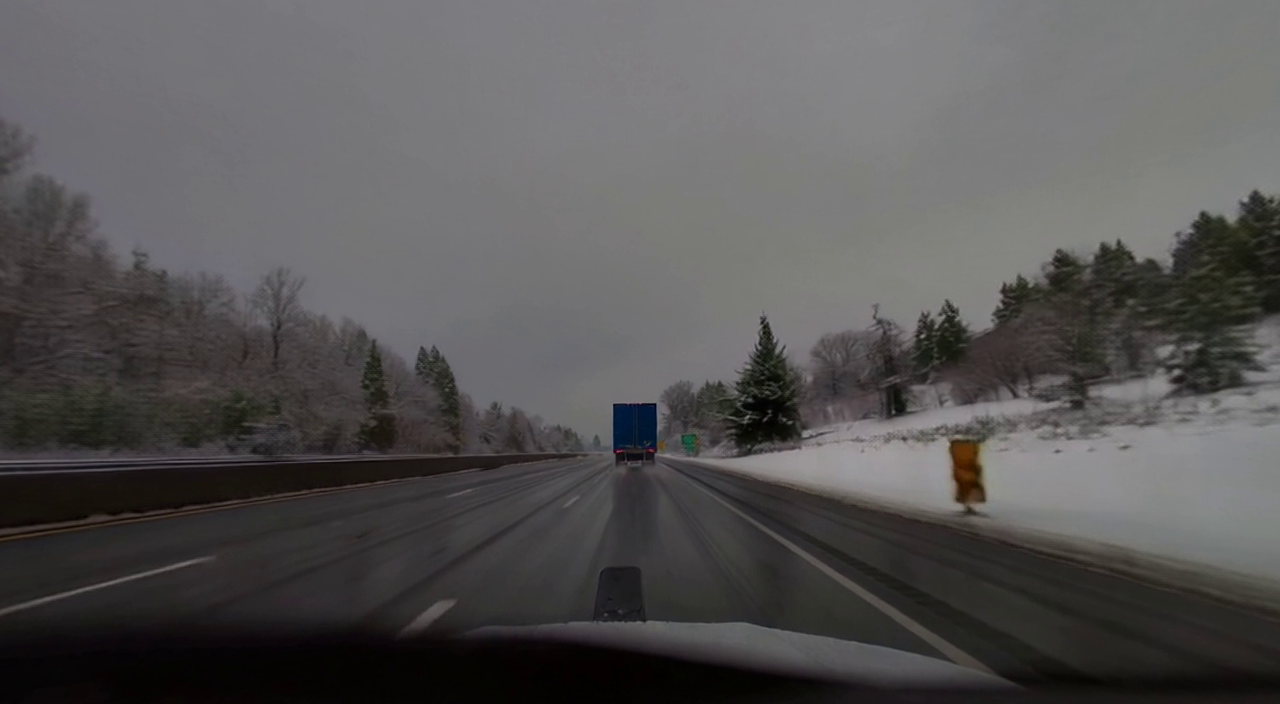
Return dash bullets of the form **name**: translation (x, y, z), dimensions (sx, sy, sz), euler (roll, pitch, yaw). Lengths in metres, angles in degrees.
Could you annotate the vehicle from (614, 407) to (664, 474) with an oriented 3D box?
- **vehicle**: translation (-0.092, 6.129, 42.992), dimensions (2.982, 3.947, 11.075), euler (0, -9, 0)
